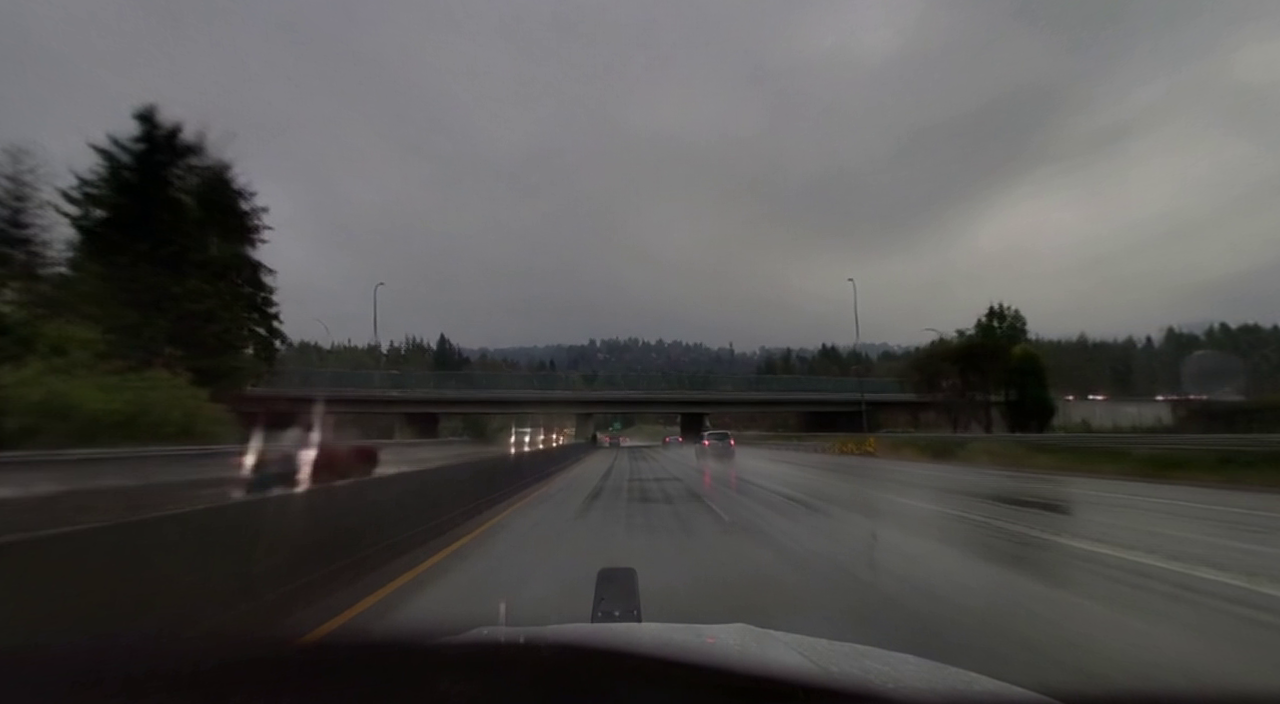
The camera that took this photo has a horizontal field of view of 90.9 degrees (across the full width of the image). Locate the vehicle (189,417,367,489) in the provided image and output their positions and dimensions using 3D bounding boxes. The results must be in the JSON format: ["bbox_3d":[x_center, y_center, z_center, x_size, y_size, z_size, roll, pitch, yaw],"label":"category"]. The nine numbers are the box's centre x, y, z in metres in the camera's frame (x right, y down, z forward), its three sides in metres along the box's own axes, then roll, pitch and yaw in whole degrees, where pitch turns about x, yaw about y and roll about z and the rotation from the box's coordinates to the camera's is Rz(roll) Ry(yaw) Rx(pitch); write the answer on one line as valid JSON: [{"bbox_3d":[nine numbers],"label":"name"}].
[{"bbox_3d":[-8.754,2.476,15.781,1.961,1.545,4.290,0,-8,-1],"label":"vehicle"}]

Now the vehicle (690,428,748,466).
[{"bbox_3d":[3.439,4.203,28.057,1.938,1.578,3.764,0,-8,-3],"label":"vehicle"}]
